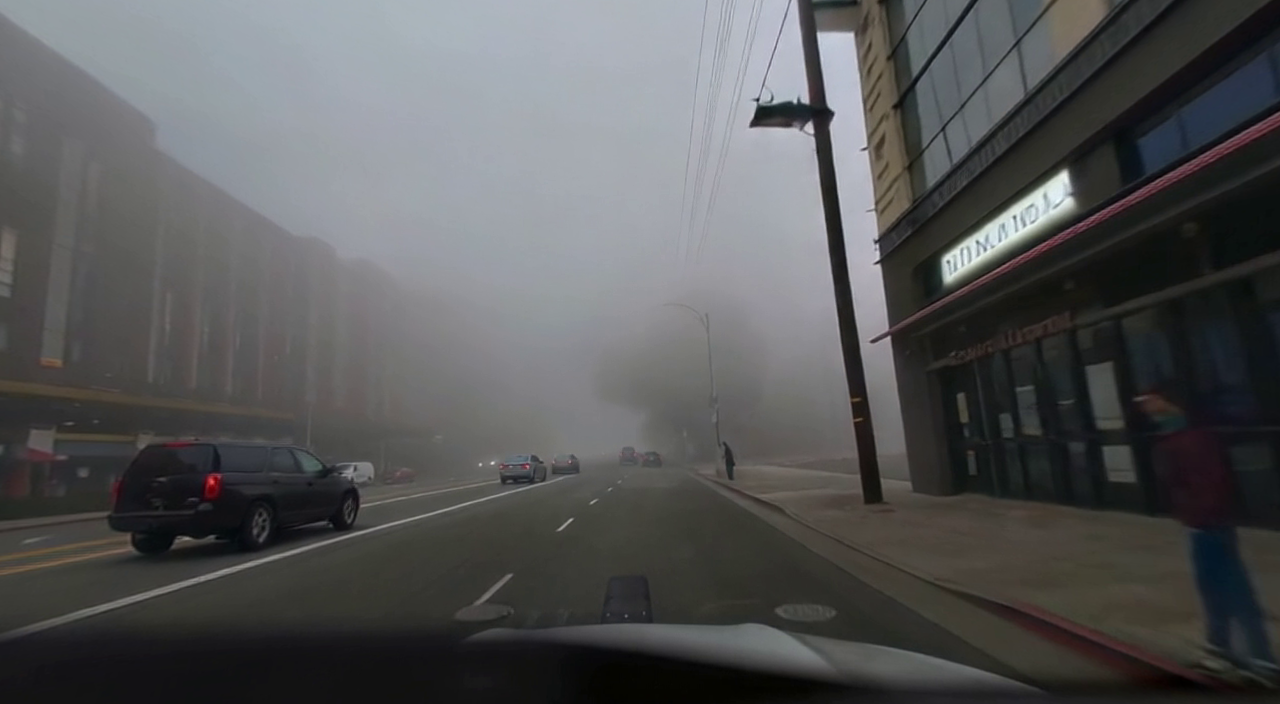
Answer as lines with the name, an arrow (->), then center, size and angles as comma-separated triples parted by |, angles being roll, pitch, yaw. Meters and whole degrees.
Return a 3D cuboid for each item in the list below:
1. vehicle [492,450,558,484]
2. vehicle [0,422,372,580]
vehicle -> -5.362, 5.417, 30.017 | 2.030, 1.488, 4.650 | -1, -9, 3
vehicle -> -6.065, 2.017, 9.333 | 2.007, 1.698, 4.759 | 0, -9, 1
